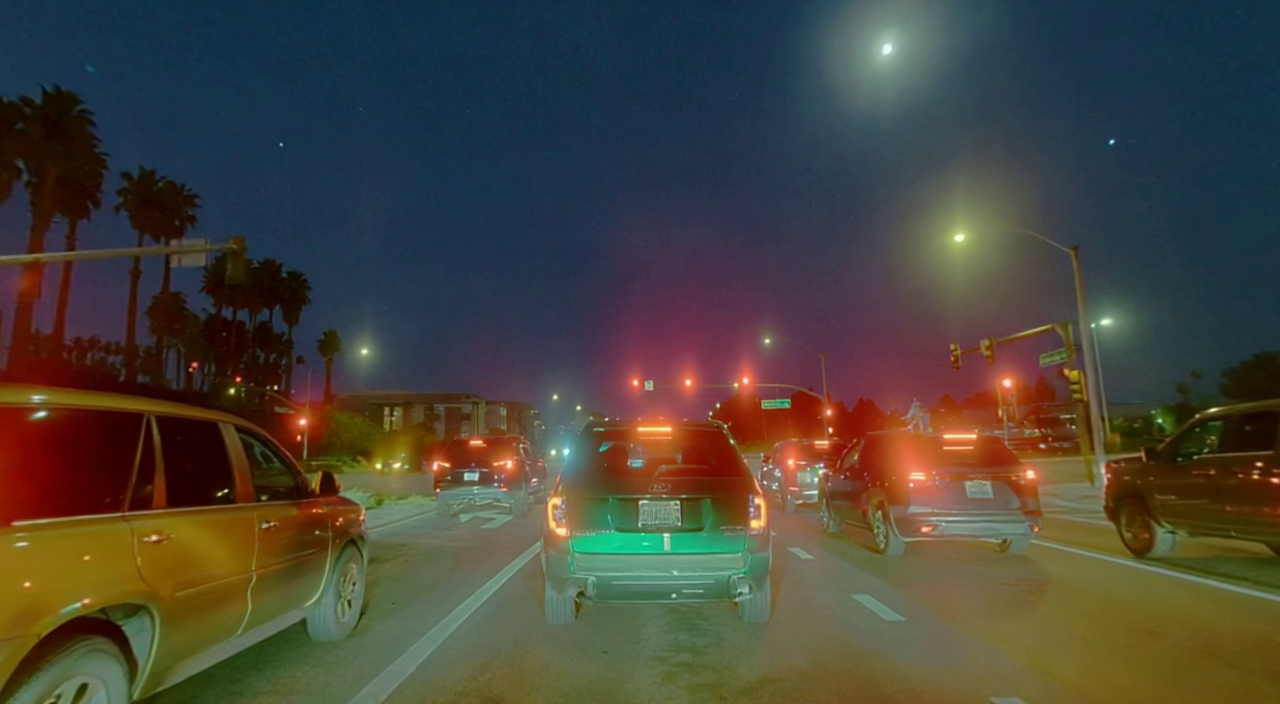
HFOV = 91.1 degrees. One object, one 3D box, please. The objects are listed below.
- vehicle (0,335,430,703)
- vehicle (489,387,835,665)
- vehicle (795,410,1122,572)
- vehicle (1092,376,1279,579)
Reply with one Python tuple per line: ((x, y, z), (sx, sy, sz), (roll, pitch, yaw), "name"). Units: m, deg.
((-3.156, 1.086, 3.899), (2.171, 1.702, 4.416), (0, -9, 0), "vehicle")
((0.166, 1.376, 6.016), (2.123, 1.704, 4.128), (0, -9, 1), "vehicle")
((4.020, 1.856, 9.289), (2.072, 1.704, 5.170), (0, -9, -1), "vehicle")
((7.294, 1.135, 5.560), (2.337, 1.925, 5.728), (0, -9, 1), "vehicle")
